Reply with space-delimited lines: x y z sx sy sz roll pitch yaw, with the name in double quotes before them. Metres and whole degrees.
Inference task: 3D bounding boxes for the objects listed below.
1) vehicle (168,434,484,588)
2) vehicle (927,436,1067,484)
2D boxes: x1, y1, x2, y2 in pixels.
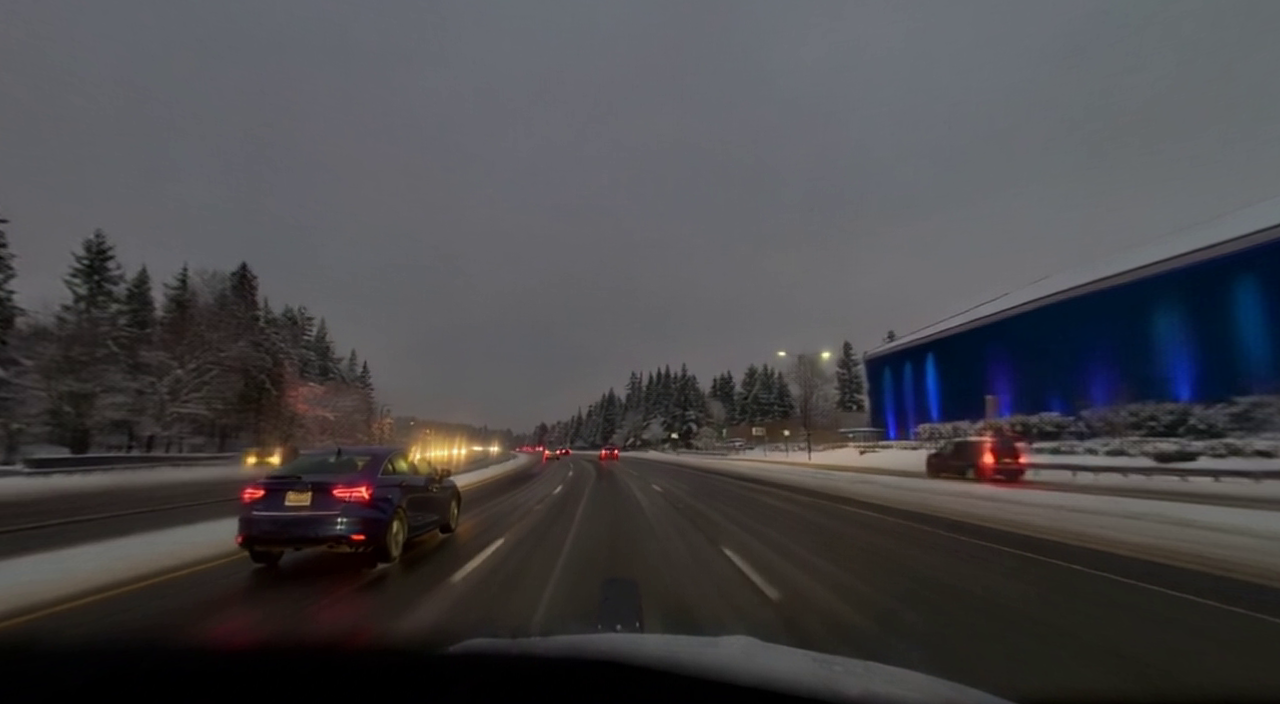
"vehicle" -3.599 1.871 8.381 2.018 1.476 4.364 0 -8 -1
"vehicle" 13.216 4.021 23.882 1.983 1.613 5.190 0 -8 -4
